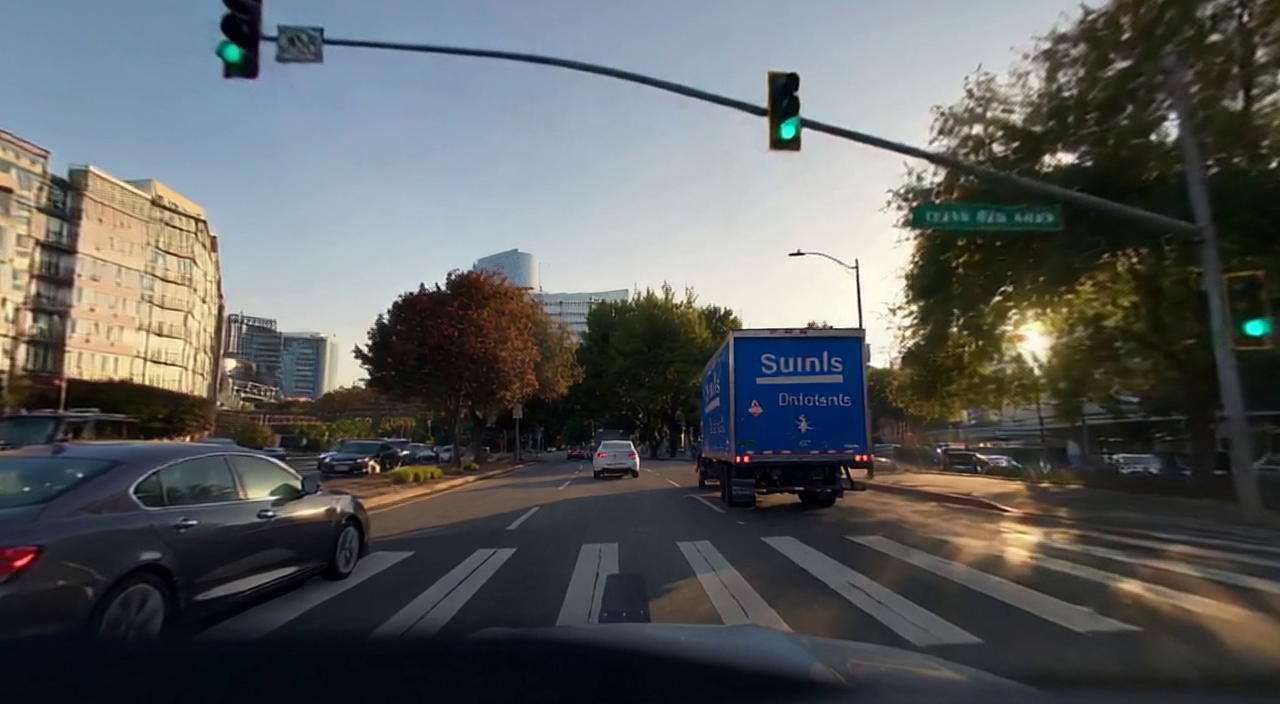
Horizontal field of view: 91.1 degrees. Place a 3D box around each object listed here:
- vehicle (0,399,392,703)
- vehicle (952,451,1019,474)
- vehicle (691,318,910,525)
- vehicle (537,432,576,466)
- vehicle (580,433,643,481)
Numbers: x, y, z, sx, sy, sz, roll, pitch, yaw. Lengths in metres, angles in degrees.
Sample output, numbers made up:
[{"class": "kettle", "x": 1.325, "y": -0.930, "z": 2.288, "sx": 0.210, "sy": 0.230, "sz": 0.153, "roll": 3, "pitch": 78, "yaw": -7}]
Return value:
[{"class": "vehicle", "x": -3.739, "y": 1.289, "z": 4.855, "sx": 1.828, "sy": 1.515, "sz": 4.422, "roll": 0, "pitch": -8, "yaw": 0}, {"class": "vehicle", "x": 24.591, "y": 7.843, "z": 44.670, "sx": 4.391, "sy": 1.492, "sz": 1.972, "roll": 4, "pitch": -10, "yaw": -28}, {"class": "vehicle", "x": 3.151, "y": 1.797, "z": 15.308, "sx": 2.905, "sy": 3.644, "sz": 8.441, "roll": 0, "pitch": -8, "yaw": -1}, {"class": "vehicle", "x": -5.721, "y": 6.752, "z": 43.742, "sx": 2.269, "sy": 2.181, "sz": 5.787, "roll": 0, "pitch": -8, "yaw": -3}, {"class": "vehicle", "x": -1.226, "y": 4.312, "z": 26.058, "sx": 2.388, "sy": 1.811, "sz": 4.455, "roll": 0, "pitch": -8, "yaw": -4}]
